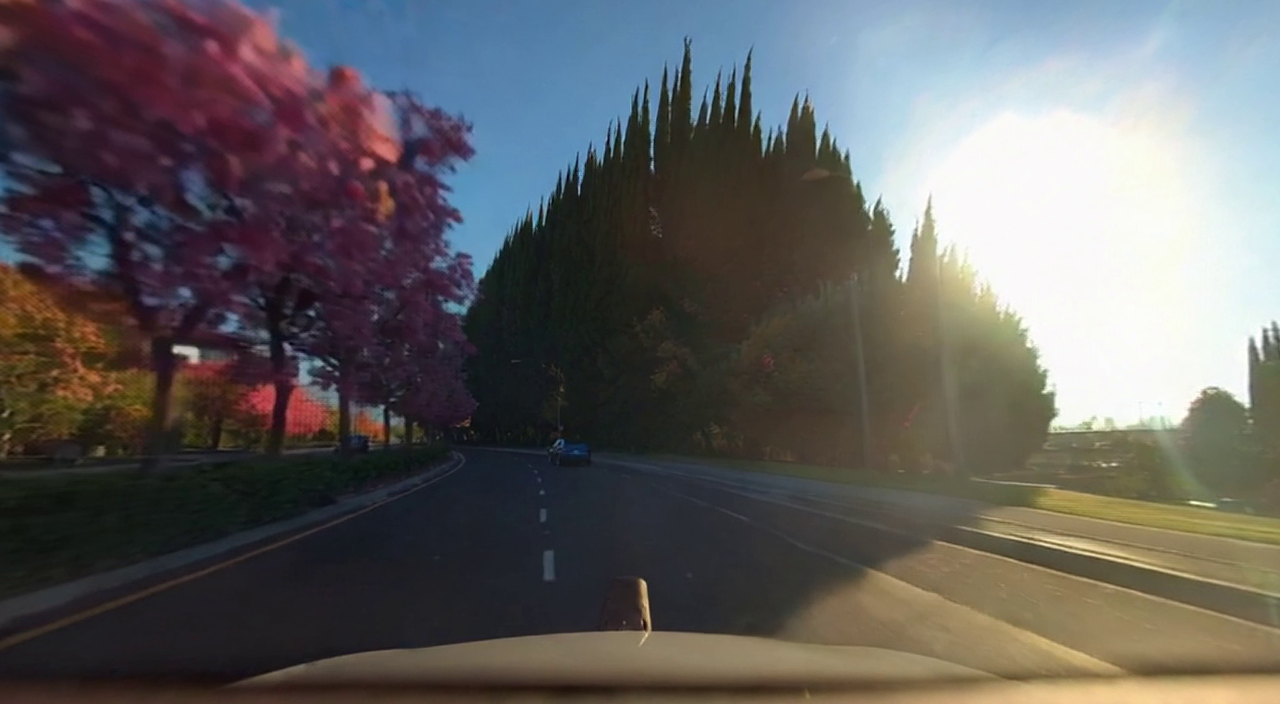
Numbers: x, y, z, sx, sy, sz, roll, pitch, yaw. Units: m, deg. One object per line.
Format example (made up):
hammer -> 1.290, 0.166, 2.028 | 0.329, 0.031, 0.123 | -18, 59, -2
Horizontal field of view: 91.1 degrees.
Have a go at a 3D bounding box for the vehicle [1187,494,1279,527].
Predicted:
vehicle -> 37.199, 9.862, 39.063 | 4.607, 1.572, 1.763 | -6, -11, 40

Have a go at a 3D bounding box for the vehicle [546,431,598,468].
vehicle -> -3.711, 5.207, 33.619 | 2.166, 1.828, 4.607 | 2, -9, -14

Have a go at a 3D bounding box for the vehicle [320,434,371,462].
vehicle -> -19.742, 6.441, 42.255 | 2.172, 1.738, 4.617 | 2, -9, -14
